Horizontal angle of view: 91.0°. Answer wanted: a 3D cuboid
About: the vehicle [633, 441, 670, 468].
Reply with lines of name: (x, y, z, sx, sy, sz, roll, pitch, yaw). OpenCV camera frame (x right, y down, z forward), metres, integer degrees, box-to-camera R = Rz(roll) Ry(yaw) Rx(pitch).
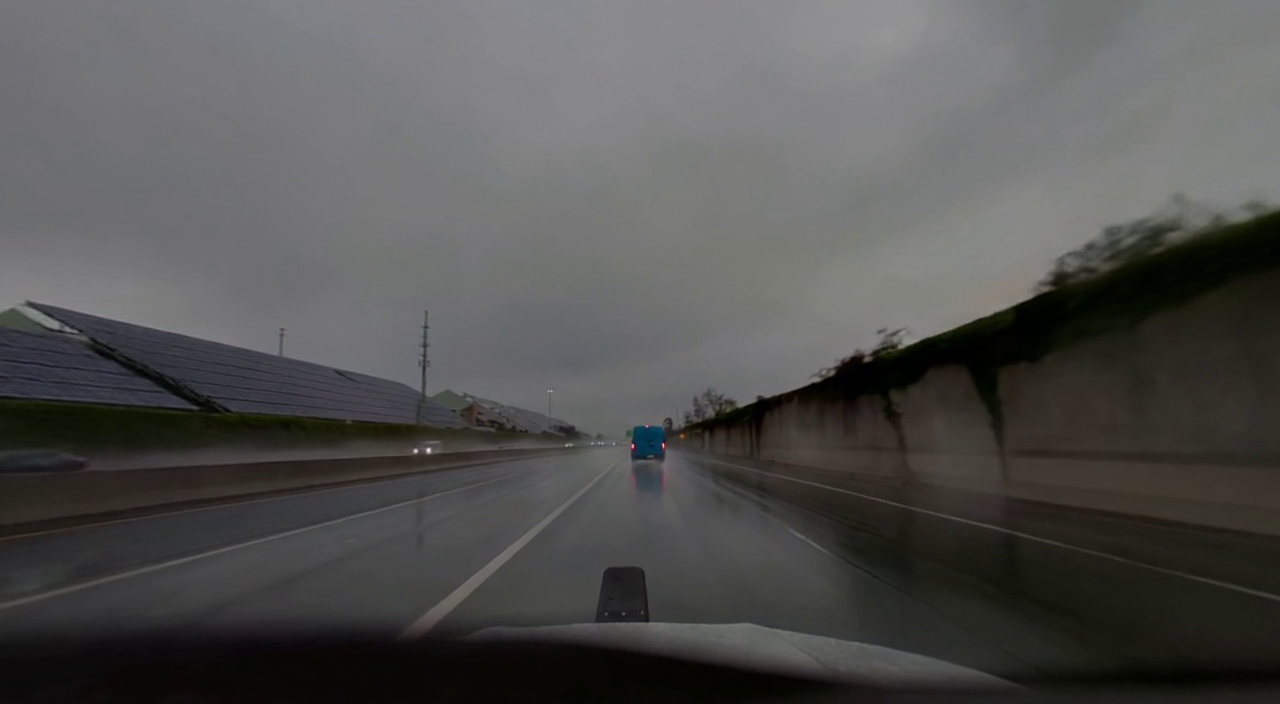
vehicle: (0.655, 5.845, 36.053, 1.997, 1.484, 3.409, 0, -8, 0)
